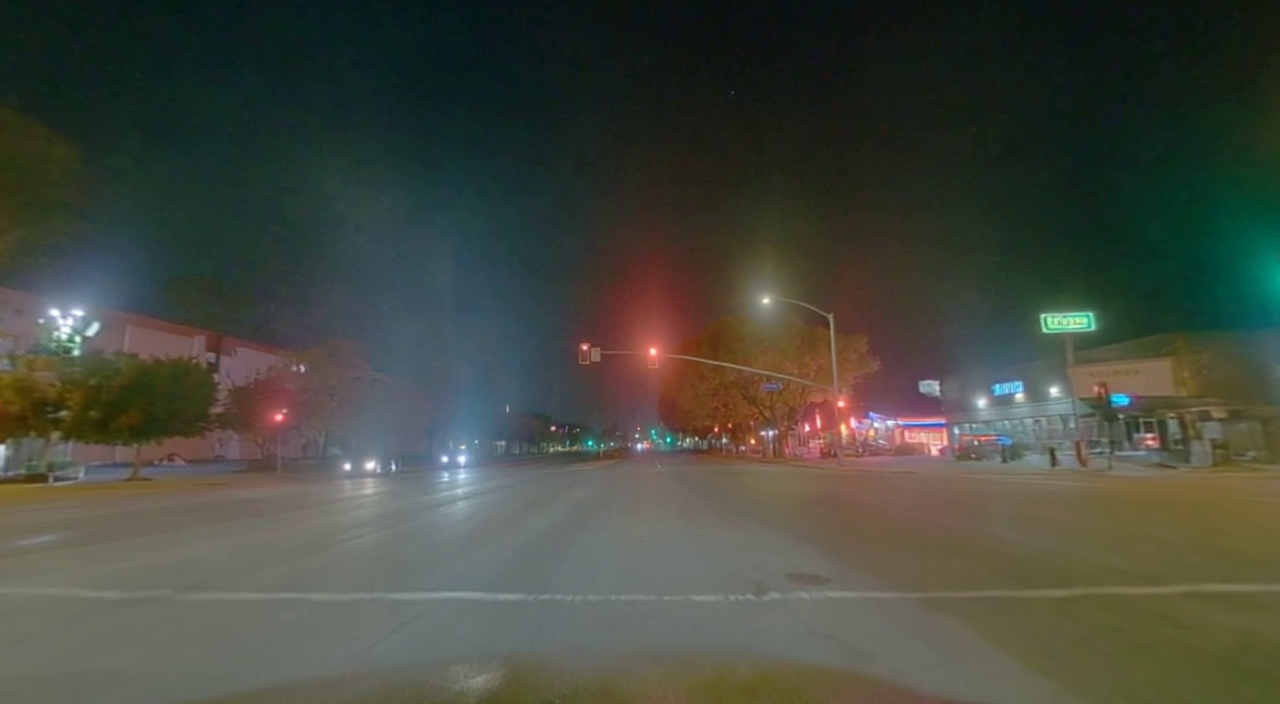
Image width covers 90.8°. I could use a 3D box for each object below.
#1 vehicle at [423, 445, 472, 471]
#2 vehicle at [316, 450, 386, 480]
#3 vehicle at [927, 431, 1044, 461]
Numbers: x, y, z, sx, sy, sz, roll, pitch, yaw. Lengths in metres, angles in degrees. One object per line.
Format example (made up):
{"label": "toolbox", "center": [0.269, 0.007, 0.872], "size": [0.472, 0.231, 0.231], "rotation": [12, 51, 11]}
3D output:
{"label": "vehicle", "center": [-12.975, 7.165, 42.772], "size": [1.892, 1.639, 4.311], "rotation": [0, -8, 1]}
{"label": "vehicle", "center": [-16.598, 6.483, 36.600], "size": [1.924, 1.557, 4.357], "rotation": [0, -8, 1]}
{"label": "vehicle", "center": [20.904, 5.705, 38.385], "size": [5.587, 1.689, 2.605], "rotation": [0, -9, -3]}
